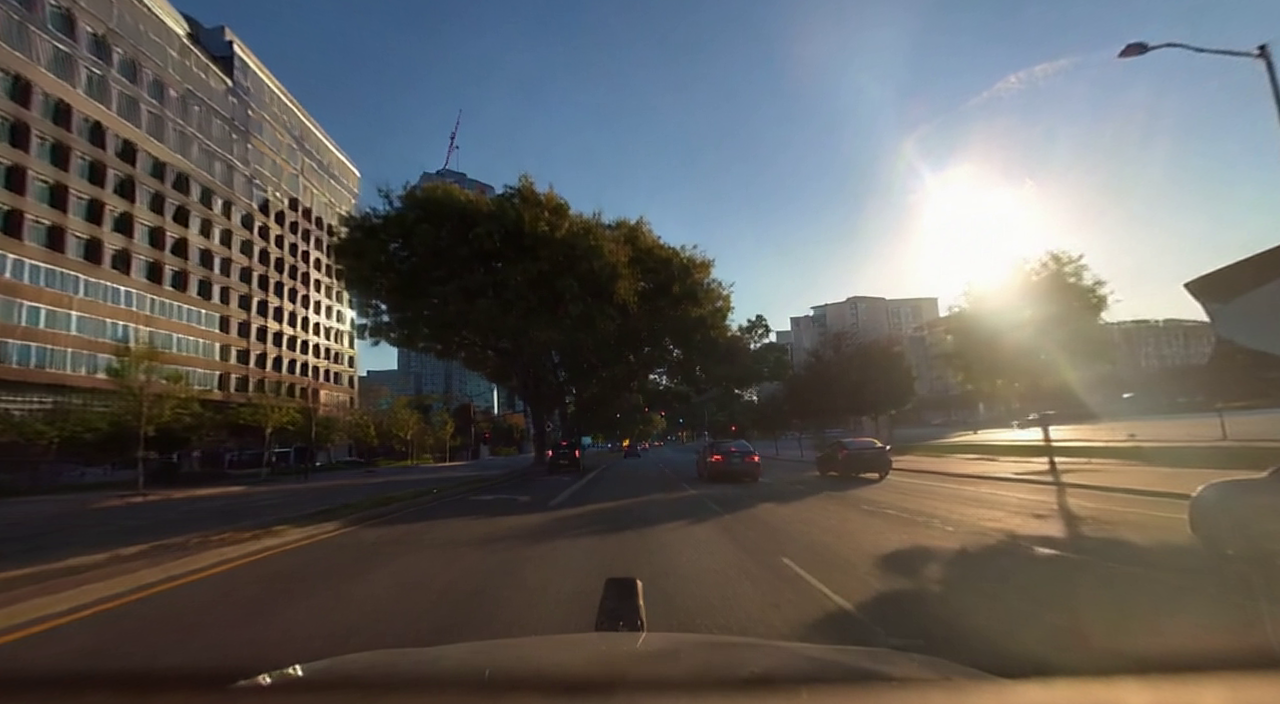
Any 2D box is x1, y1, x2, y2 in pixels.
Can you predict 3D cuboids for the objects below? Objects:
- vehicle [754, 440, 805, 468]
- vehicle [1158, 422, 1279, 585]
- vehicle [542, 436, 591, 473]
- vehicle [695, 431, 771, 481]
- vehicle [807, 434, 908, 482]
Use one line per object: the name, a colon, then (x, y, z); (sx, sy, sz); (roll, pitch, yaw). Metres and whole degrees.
vehicle: (7.913, 5.842, 36.263); (1.884, 1.478, 4.164); (-1, -8, -1)
vehicle: (6.673, 1.210, 4.724); (1.830, 1.443, 4.351); (-1, -8, -1)
vehicle: (-3.784, 5.347, 33.240); (2.155, 1.797, 3.989); (-1, -8, 0)
vehicle: (3.493, 4.024, 24.694); (2.152, 1.742, 4.704); (-1, -8, -1)
vehicle: (7.767, 3.819, 23.076); (1.944, 1.503, 4.723); (-1, -8, -1)
